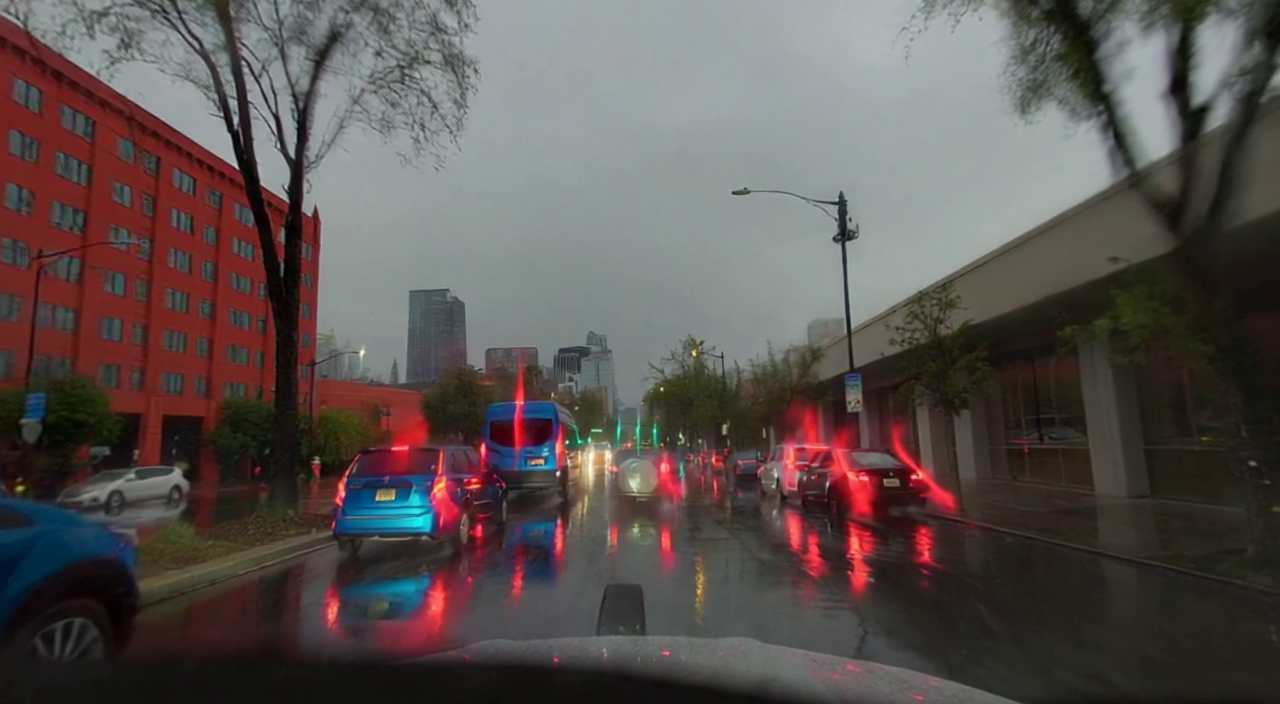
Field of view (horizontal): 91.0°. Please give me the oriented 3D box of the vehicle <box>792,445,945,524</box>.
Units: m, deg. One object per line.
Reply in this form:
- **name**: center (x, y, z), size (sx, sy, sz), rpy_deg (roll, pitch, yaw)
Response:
- **vehicle**: center (4.897, 2.860, 14.176), size (1.832, 1.491, 4.054), rpy_deg (1, -9, -1)

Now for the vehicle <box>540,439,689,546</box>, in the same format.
- **vehicle**: center (-0.378, 2.350, 11.224), size (2.152, 1.518, 4.113), rpy_deg (0, -9, 0)

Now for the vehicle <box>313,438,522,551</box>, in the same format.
- **vehicle**: center (-3.531, 2.334, 11.073), size (1.995, 1.554, 4.426), rpy_deg (0, -9, 1)

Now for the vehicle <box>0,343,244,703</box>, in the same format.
- **vehicle**: center (-3.712, 0.718, 1.715), size (2.140, 1.768, 4.685), rpy_deg (0, -9, 1)
